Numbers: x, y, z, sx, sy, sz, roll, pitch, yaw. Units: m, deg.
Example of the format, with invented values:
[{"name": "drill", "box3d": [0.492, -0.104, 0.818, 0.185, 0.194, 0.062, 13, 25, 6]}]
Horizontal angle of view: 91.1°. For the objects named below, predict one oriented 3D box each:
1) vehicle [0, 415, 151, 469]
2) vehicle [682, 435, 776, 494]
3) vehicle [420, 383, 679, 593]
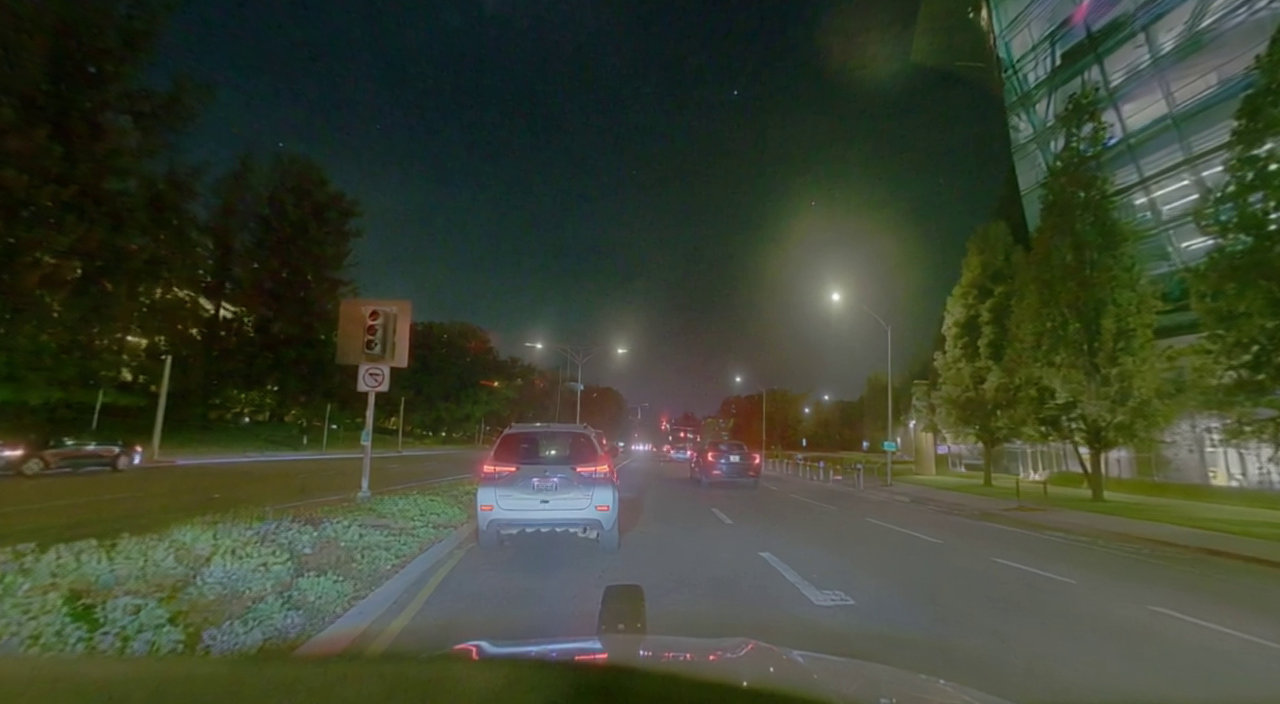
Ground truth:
[{"name": "vehicle", "box3d": [-18.844, 2.954, 20.440, 1.911, 1.542, 4.748, 0, -8, 1]}, {"name": "vehicle", "box3d": [3.019, 3.938, 22.426, 2.301, 1.716, 4.856, 4, -9, -4]}, {"name": "vehicle", "box3d": [-1.140, 1.557, 8.104, 2.275, 1.819, 4.883, 1, -9, -9]}]
